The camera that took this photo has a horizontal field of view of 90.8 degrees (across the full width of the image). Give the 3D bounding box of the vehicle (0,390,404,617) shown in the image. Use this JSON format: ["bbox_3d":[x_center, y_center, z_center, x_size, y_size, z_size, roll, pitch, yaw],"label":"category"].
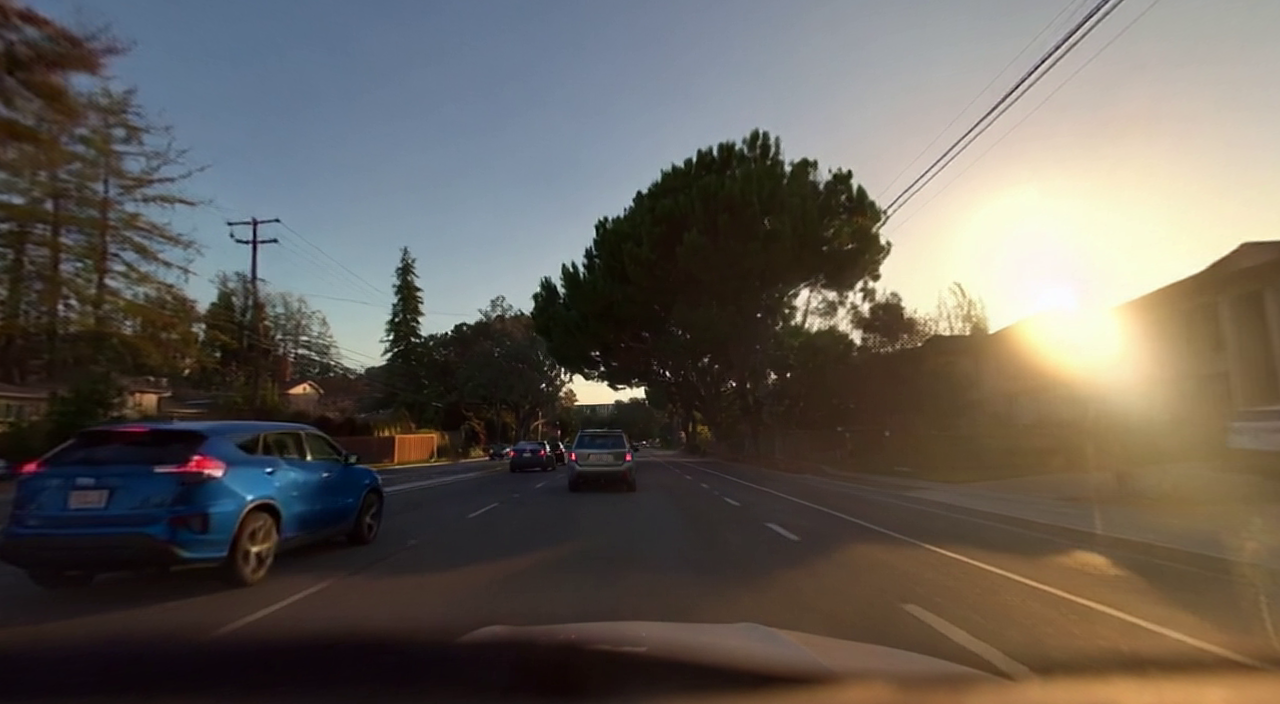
[{"bbox_3d":[-4.738,1.492,7.210,2.243,1.722,4.621,0,-8,1],"label":"vehicle"}]

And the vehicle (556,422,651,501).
[{"bbox_3d":[-0.836,2.774,16.396,2.131,1.761,4.242,0,-8,-1],"label":"vehicle"}]

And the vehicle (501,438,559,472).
[{"bbox_3d":[-5.287,5.009,30.948,2.014,1.493,4.658,0,-8,0],"label":"vehicle"}]
